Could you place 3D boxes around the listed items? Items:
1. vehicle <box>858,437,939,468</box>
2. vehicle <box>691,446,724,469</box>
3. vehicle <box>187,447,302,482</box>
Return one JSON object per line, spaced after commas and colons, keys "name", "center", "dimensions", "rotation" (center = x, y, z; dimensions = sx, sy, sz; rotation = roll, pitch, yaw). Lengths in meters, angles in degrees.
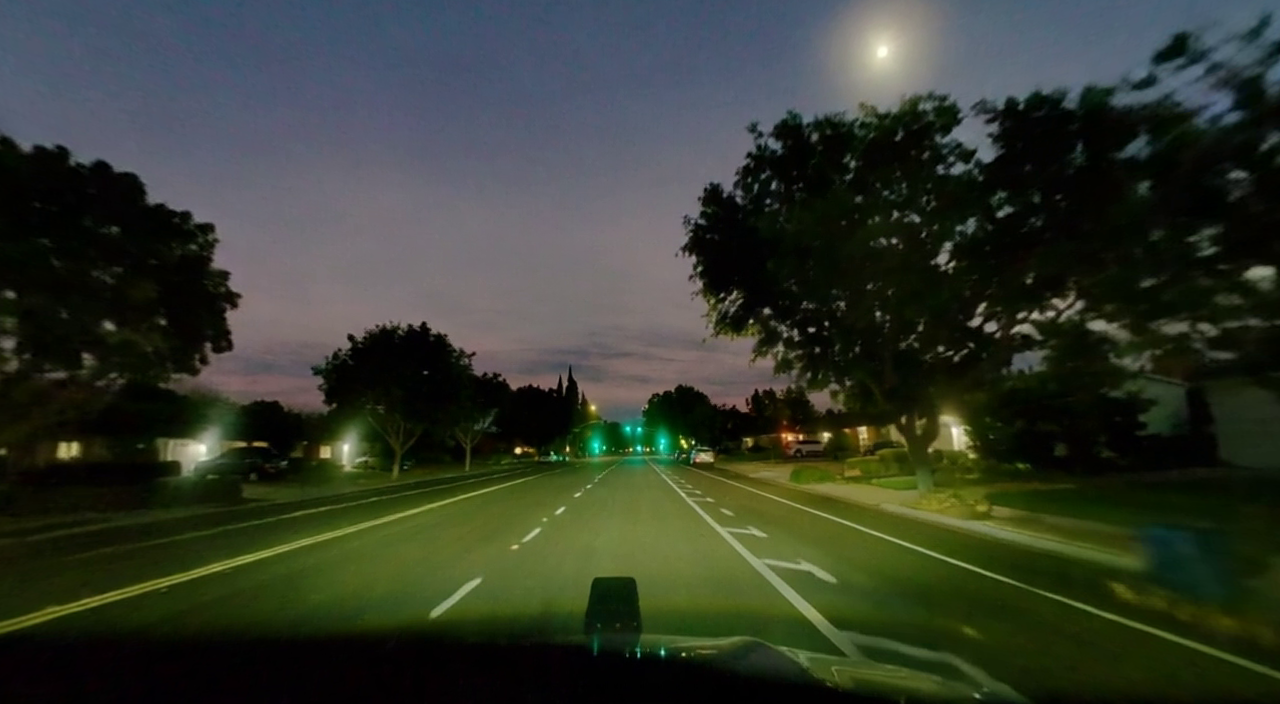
{"name": "vehicle", "center": [15.430, 6.043, 37.916], "dimensions": [4.010, 1.751, 1.922], "rotation": [-1, -9, 3]}
{"name": "vehicle", "center": [5.169, 8.140, 48.810], "dimensions": [2.001, 1.693, 4.311], "rotation": [0, -9, -1]}
{"name": "vehicle", "center": [-21.954, 6.245, 35.231], "dimensions": [4.889, 1.822, 2.159], "rotation": [0, -9, -2]}
